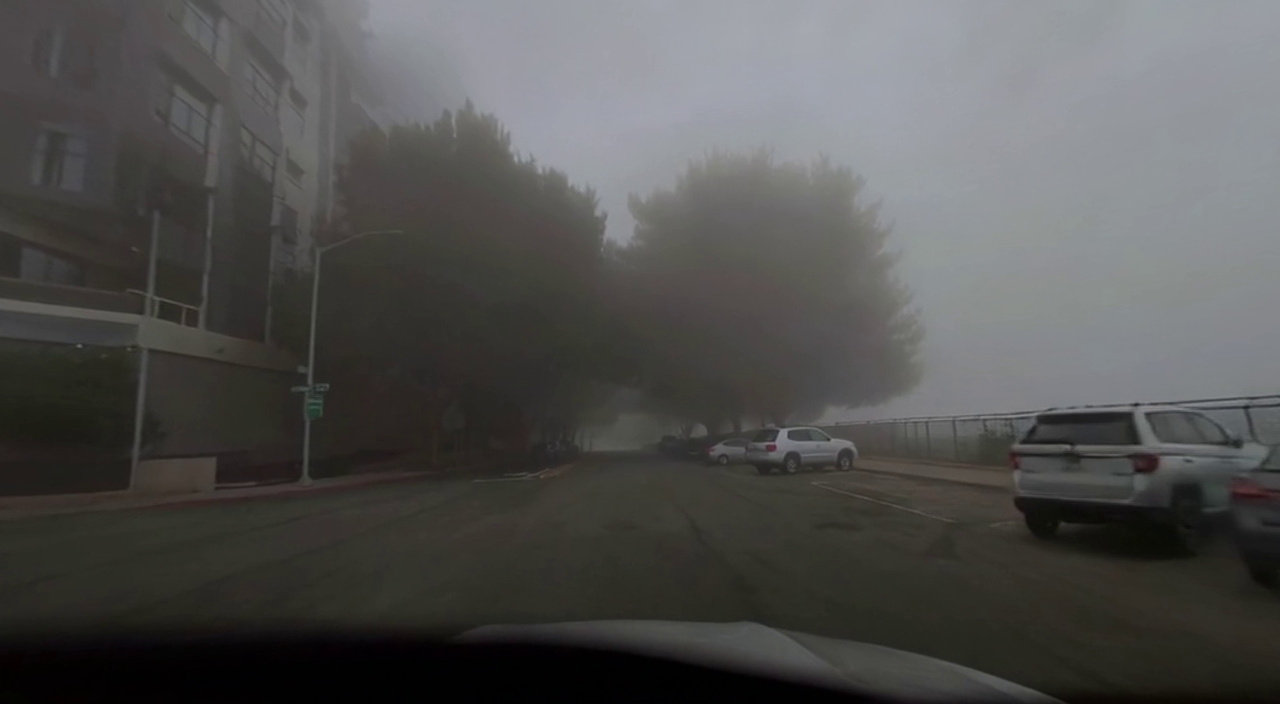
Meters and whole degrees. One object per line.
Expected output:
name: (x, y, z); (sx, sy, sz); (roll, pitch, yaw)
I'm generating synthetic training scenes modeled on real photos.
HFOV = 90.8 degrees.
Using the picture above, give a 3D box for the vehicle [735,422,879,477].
vehicle: (6.439, 3.686, 24.294); (5.061, 1.829, 2.274); (2, -9, -29)

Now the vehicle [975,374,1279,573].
vehicle: (6.855, 1.505, 8.463); (4.892, 1.927, 2.065); (6, -10, -35)
